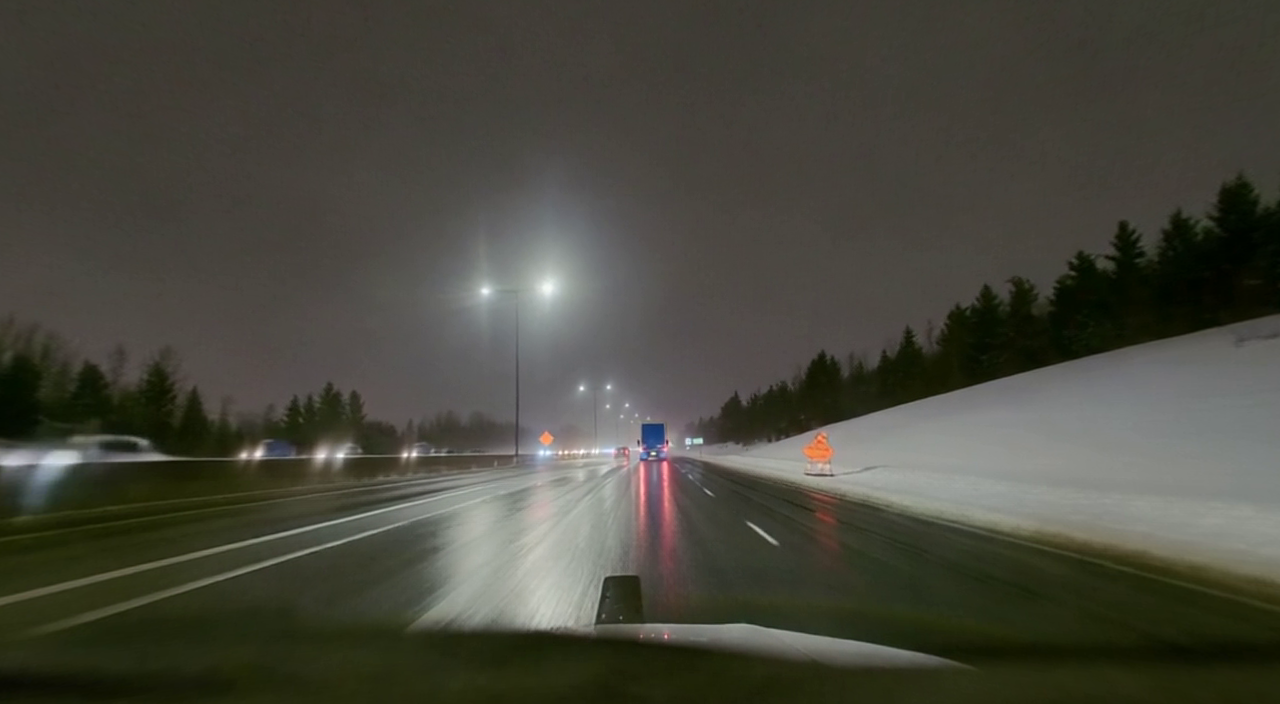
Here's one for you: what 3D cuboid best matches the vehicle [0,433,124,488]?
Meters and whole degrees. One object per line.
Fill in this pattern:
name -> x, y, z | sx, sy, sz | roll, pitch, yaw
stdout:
vehicle -> -19.786, 3.449, 20.160 | 2.134, 1.595, 5.049 | 0, -9, 1
